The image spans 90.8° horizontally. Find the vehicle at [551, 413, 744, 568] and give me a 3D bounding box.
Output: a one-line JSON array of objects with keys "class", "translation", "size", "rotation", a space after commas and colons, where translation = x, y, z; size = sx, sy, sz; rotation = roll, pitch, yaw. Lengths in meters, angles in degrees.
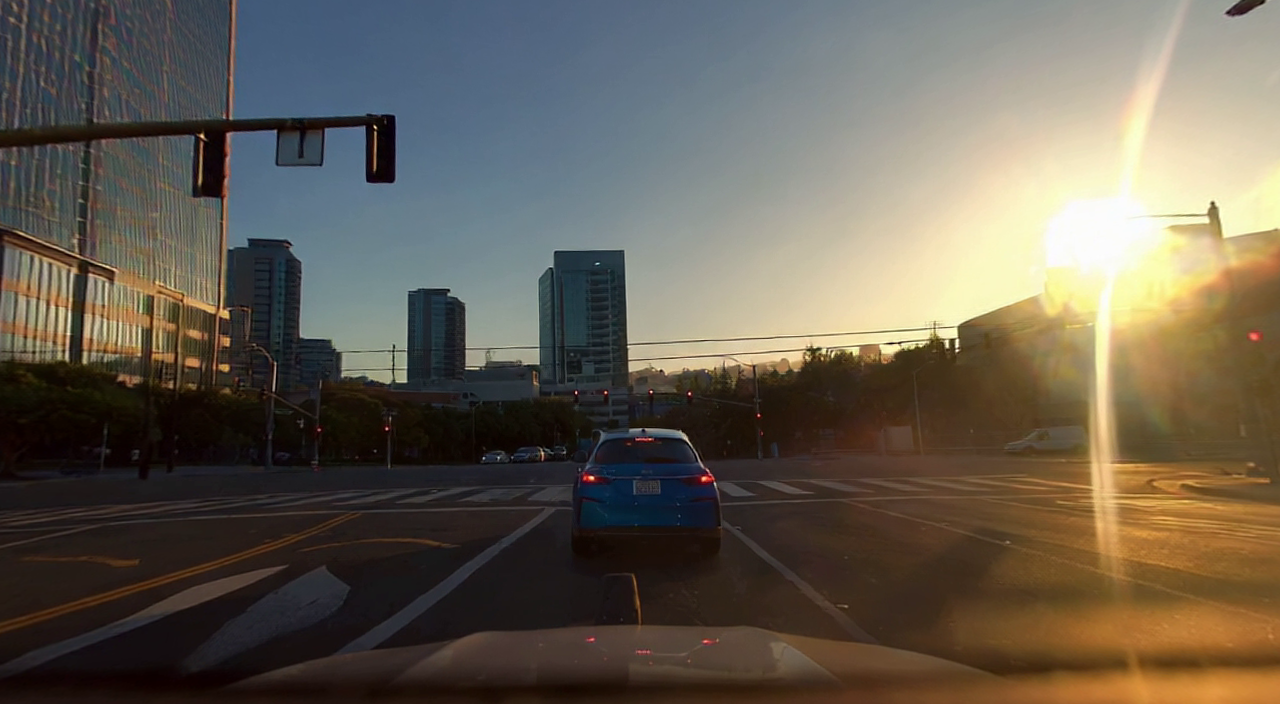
[{"class": "vehicle", "translation": [0.045, 1.755, 8.710], "size": [2.027, 1.626, 3.942], "rotation": [0, -8, -1]}]
